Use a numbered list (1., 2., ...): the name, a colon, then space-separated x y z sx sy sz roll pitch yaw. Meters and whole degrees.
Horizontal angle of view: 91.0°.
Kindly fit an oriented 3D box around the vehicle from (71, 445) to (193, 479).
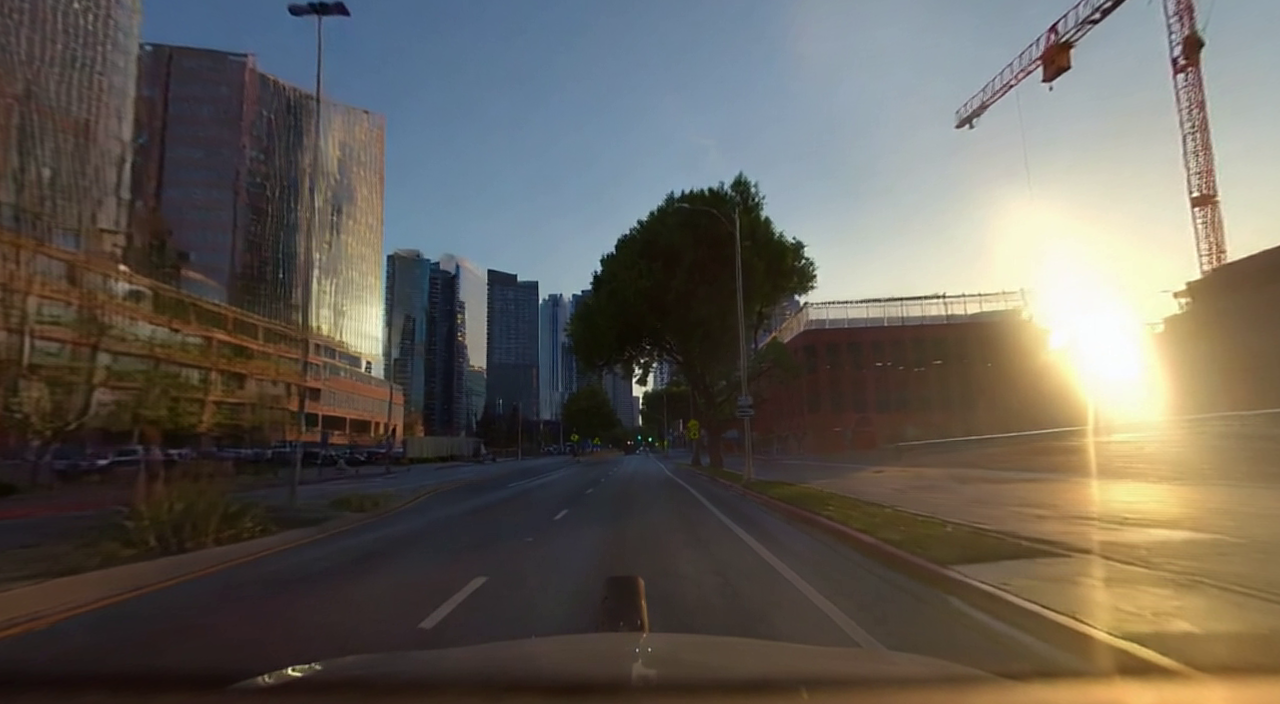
1. vehicle: -25.385 5.497 31.597 4.308 1.612 1.989 0 -8 -2

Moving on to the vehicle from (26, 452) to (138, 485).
1. vehicle: -25.556 5.336 28.929 3.463 1.389 1.707 -1 -9 0

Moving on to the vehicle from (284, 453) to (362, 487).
1. vehicle: -17.119 6.380 34.273 1.921 1.541 4.541 -1 -8 0
